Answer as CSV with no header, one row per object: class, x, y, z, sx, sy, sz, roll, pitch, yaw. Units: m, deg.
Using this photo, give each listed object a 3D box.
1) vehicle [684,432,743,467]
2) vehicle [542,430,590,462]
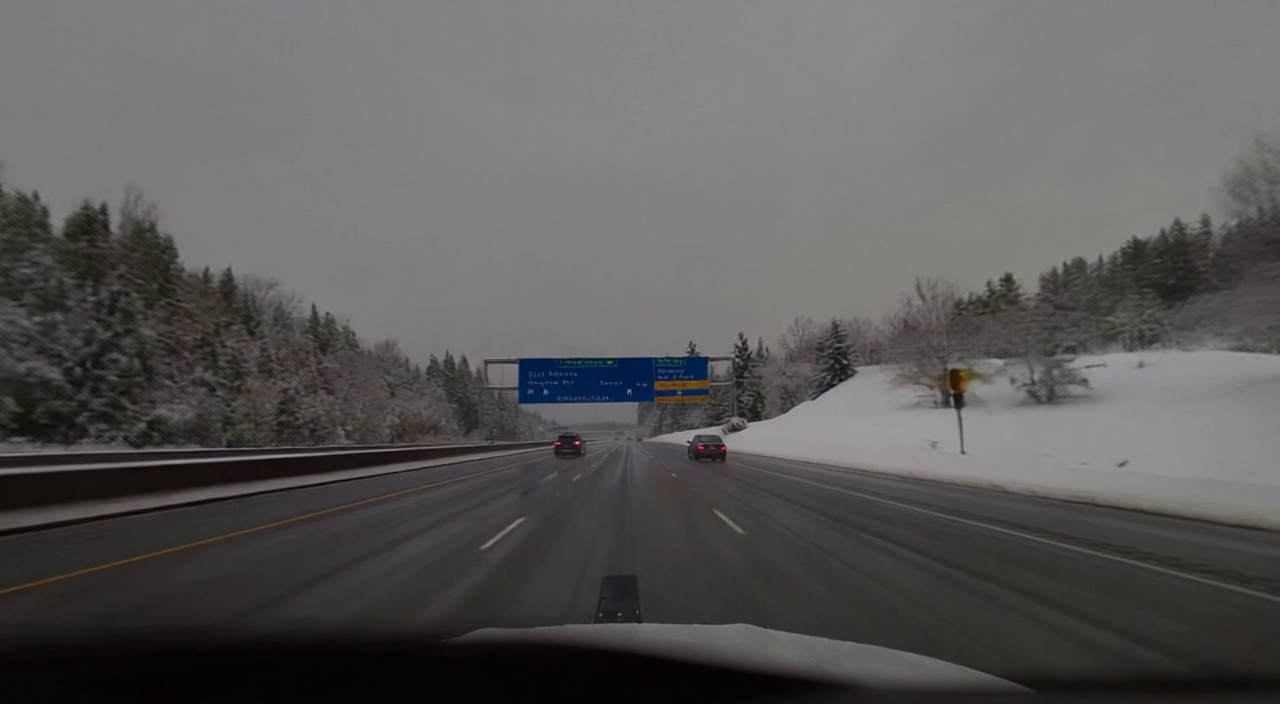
vehicle,3.354,4.529,29.530,2.077,1.523,4.539,0,-8,-2
vehicle,-4.092,5.251,35.262,2.219,1.660,4.153,0,-8,-1
